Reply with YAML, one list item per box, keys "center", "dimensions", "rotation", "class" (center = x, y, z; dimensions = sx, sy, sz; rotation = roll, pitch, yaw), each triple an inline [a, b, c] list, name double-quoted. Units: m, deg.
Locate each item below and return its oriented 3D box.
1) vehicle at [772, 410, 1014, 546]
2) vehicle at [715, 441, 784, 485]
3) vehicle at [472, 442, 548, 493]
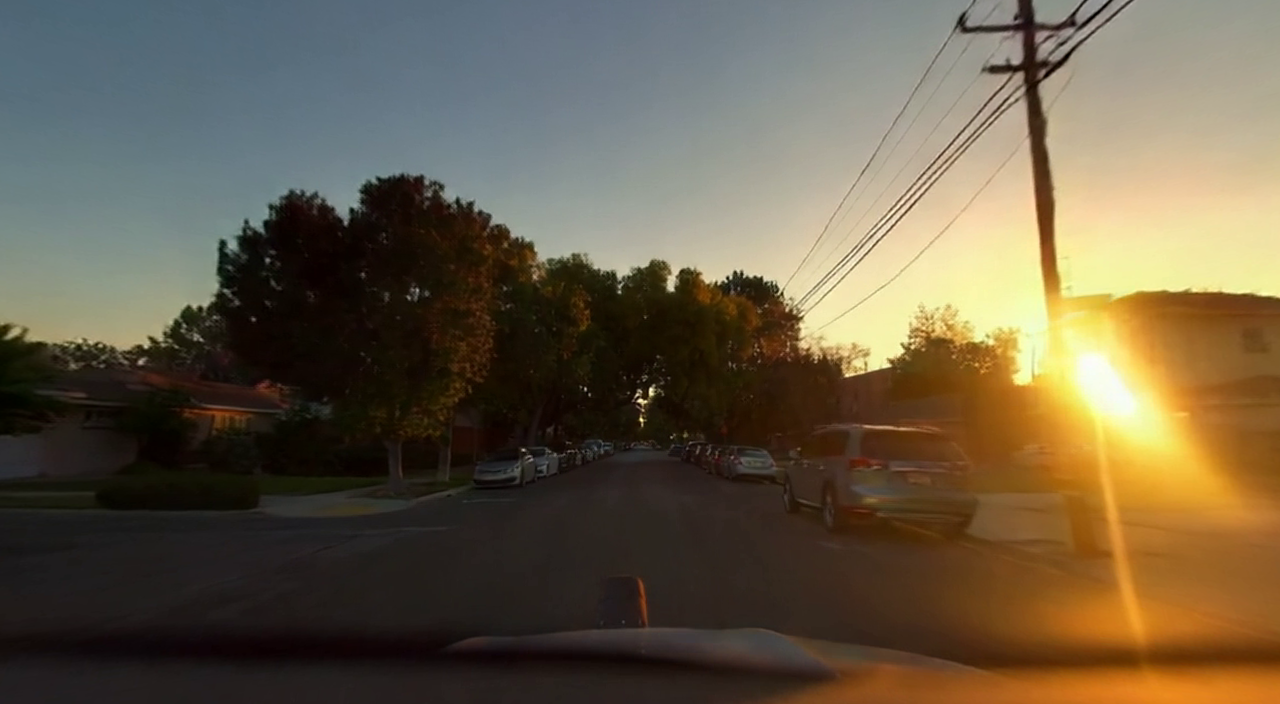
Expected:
- center: [4.107, 2.155, 11.471]
  dimensions: [2.215, 1.897, 5.131]
  rotation: [0, -8, -1]
  class: "vehicle"
- center: [4.123, 4.240, 24.329]
  dimensions: [1.862, 1.525, 4.421]
  rotation: [0, -8, 0]
  class: "vehicle"
- center: [-4.456, 3.981, 22.128]
  dimensions: [1.870, 1.562, 4.212]
  rotation: [0, -8, -1]
  class: "vehicle"
